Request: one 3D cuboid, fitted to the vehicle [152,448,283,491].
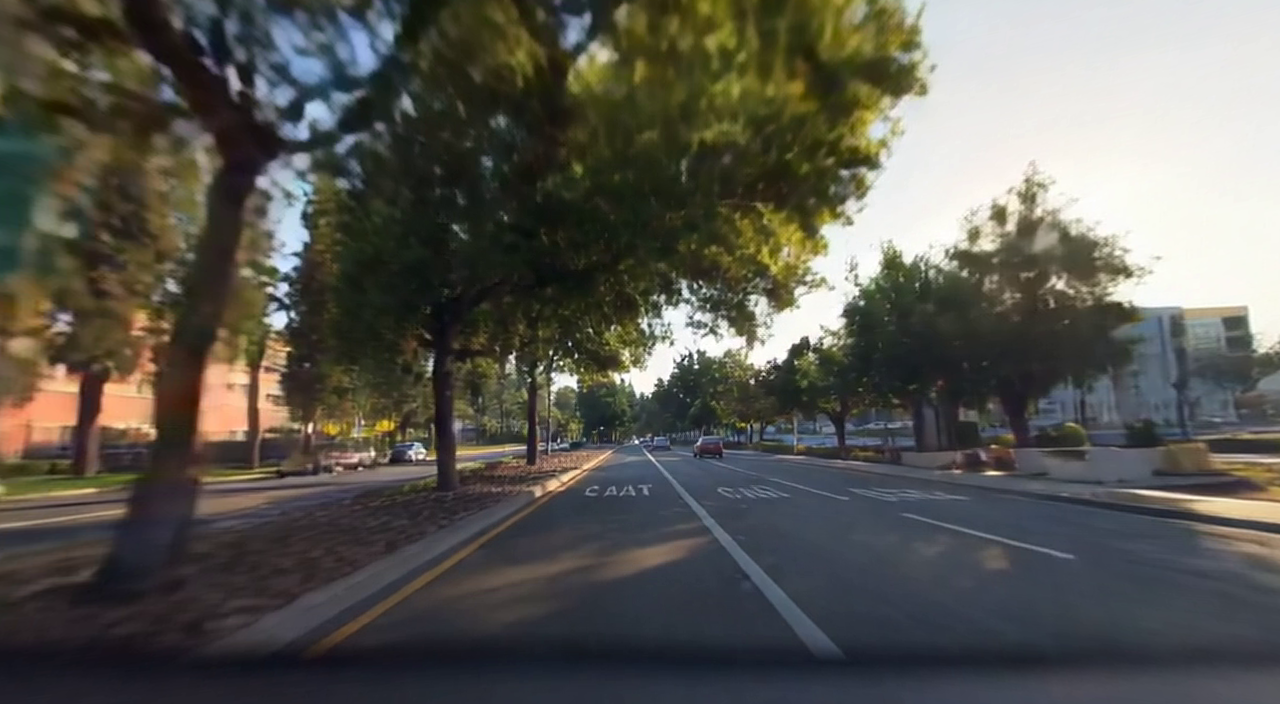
[{"bbox_3d":[-16.206,4.493,24.571,1.961,1.480,4.520,0,-8,0],"label":"vehicle"}]
